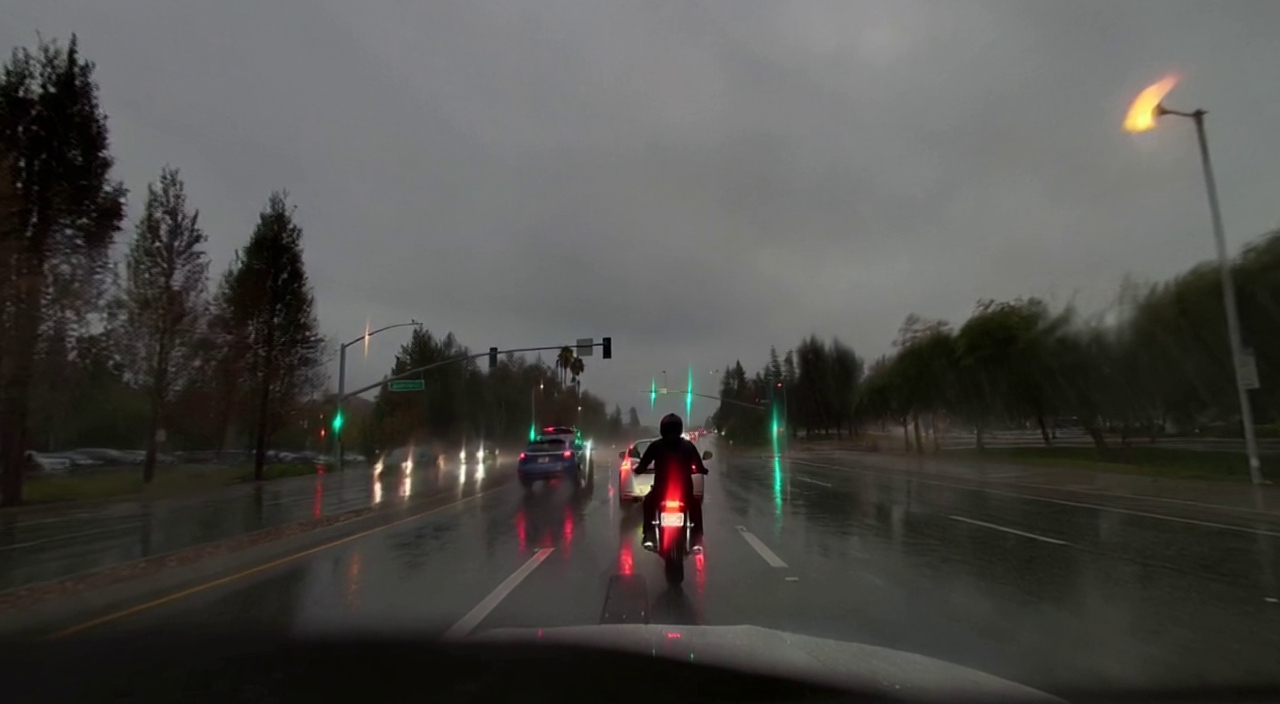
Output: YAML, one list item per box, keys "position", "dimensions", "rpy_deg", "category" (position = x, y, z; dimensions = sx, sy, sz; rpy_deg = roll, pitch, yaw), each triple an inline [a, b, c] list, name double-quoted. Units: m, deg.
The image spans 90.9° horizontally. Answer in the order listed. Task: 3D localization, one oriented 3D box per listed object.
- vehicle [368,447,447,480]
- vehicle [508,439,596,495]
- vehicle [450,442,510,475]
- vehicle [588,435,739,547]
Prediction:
- position: [-11.171, 5.354, 30.670]
  dimensions: [1.936, 1.425, 4.630]
  rpy_deg: [-1, -8, 2]
  category: "vehicle"
- position: [-2.521, 3.405, 19.119]
  dimensions: [1.979, 1.499, 3.840]
  rpy_deg: [-1, -8, 2]
  category: "vehicle"
- position: [-7.709, 5.127, 30.707]
  dimensions: [1.735, 1.480, 4.137]
  rpy_deg: [-1, -8, 2]
  category: "vehicle"
- position: [0.334, 2.183, 10.731]
  dimensions: [2.009, 1.450, 4.608]
  rpy_deg: [-1, -8, 1]
  category: "vehicle"
